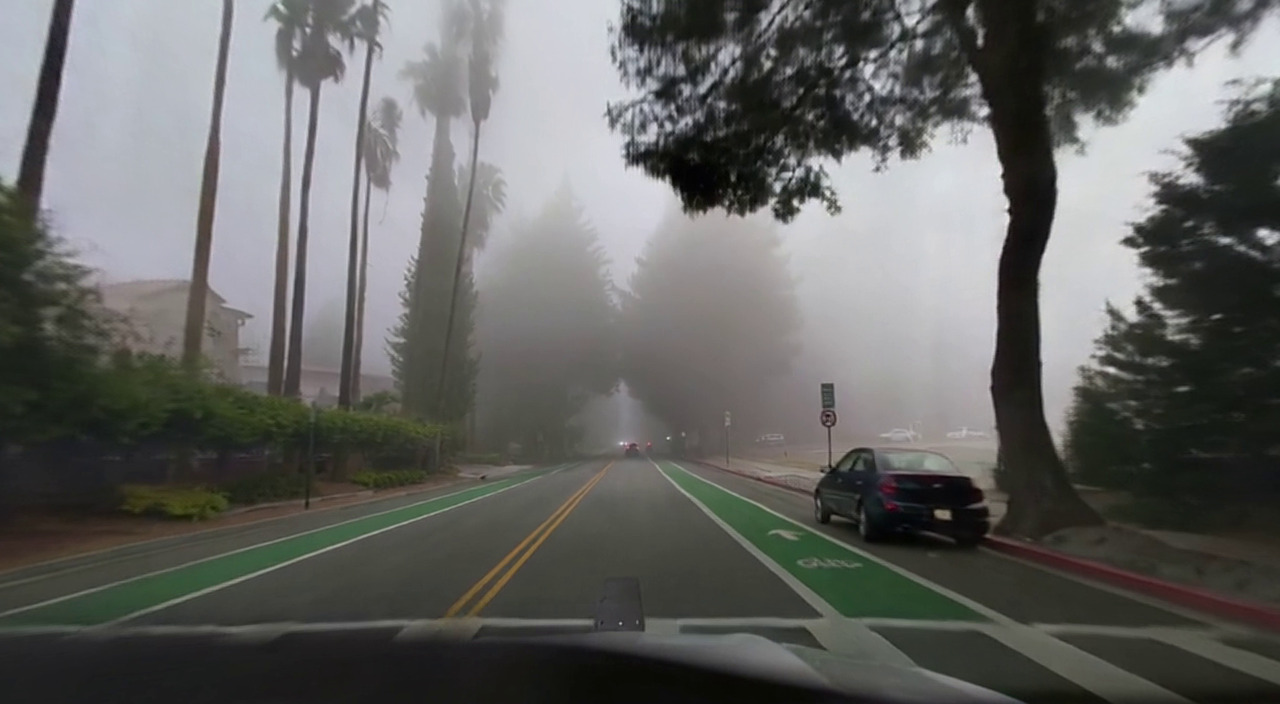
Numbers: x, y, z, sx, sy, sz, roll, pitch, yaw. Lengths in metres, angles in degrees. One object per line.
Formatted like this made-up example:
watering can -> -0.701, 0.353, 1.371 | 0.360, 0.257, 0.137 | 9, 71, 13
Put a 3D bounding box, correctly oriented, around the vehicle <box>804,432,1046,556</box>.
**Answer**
vehicle -> 4.449, 2.276, 10.846 | 1.997, 1.640, 4.494 | 0, -9, -1
